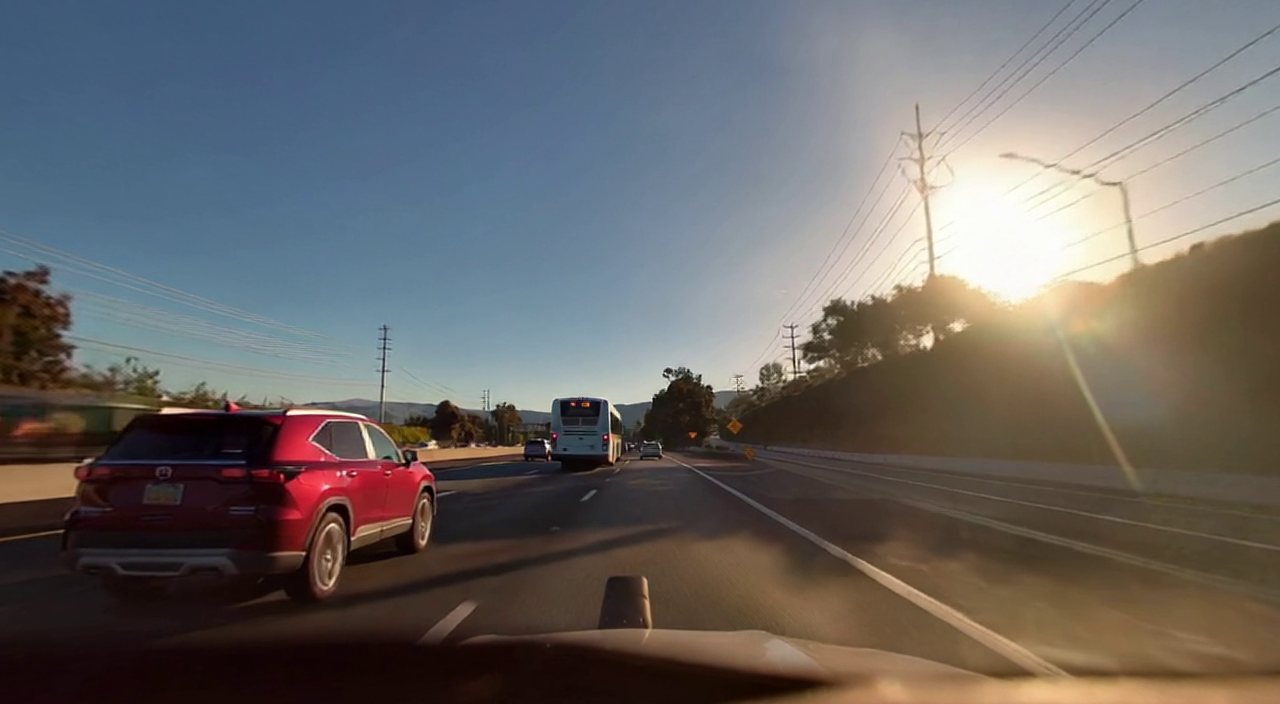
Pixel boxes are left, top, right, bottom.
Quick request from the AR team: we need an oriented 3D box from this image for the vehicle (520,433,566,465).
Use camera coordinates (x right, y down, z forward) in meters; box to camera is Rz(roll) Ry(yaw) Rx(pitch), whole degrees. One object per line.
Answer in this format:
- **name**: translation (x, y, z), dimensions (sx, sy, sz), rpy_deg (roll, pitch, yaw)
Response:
- **vehicle**: translation (-6.777, 6.841, 44.657), dimensions (2.282, 2.116, 6.030), rpy_deg (0, -9, 0)

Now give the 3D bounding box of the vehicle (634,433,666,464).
- **vehicle**: translation (0.689, 6.748, 44.018), dimensions (2.083, 2.001, 4.782), rpy_deg (0, -9, 1)

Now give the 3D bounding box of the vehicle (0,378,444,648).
- **vehicle**: translation (-3.666, 1.352, 6.251), dimensions (2.021, 1.730, 4.223), rpy_deg (0, -9, 1)

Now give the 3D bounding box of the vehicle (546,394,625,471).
- **vehicle**: translation (-2.772, 4.796, 36.485), dimensions (3.382, 3.712, 11.766), rpy_deg (1, -9, 1)
